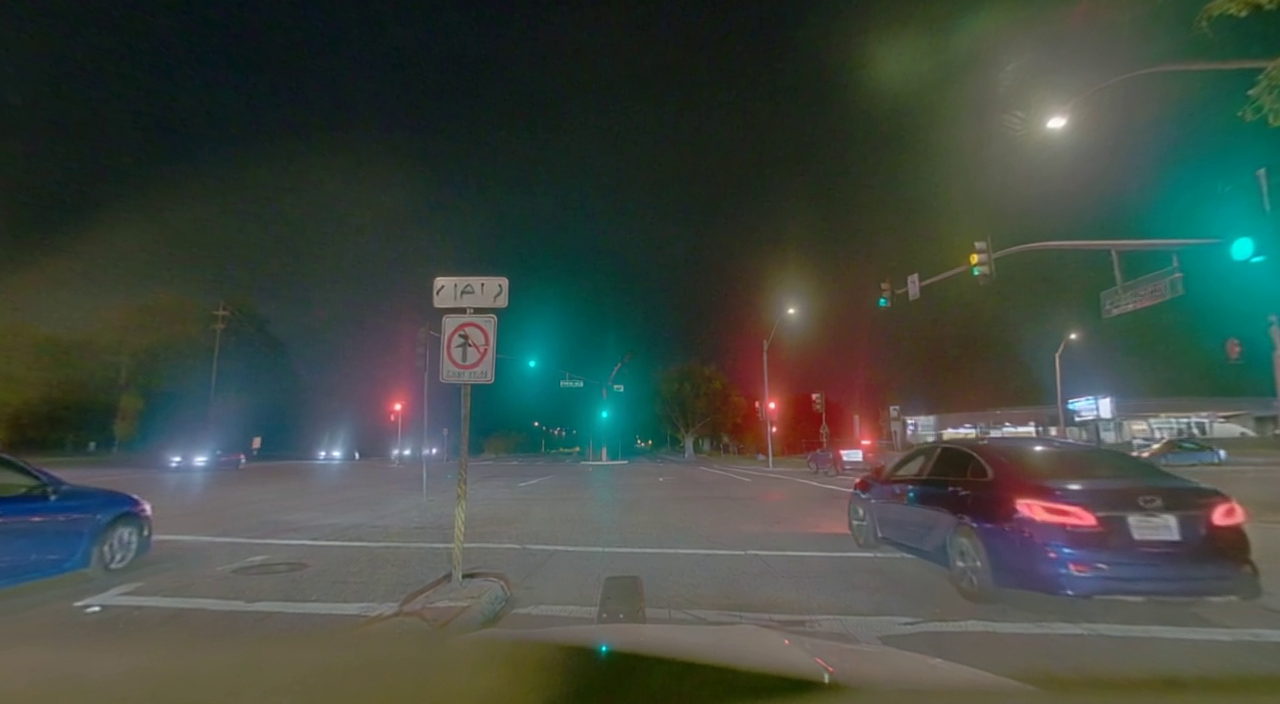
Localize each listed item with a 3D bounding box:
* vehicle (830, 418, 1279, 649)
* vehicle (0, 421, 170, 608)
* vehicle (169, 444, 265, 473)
[{"bbox_3d":[3.821,1.523,6.512,1.940,1.487,4.562,1,-8,-5],"label":"vehicle"},{"bbox_3d":[-6.068,1.224,4.521,1.995,1.470,4.556,0,-8,-2],"label":"vehicle"},{"bbox_3d":[-23.435,5.904,35.144,2.201,1.483,4.656,0,-8,-2],"label":"vehicle"}]
